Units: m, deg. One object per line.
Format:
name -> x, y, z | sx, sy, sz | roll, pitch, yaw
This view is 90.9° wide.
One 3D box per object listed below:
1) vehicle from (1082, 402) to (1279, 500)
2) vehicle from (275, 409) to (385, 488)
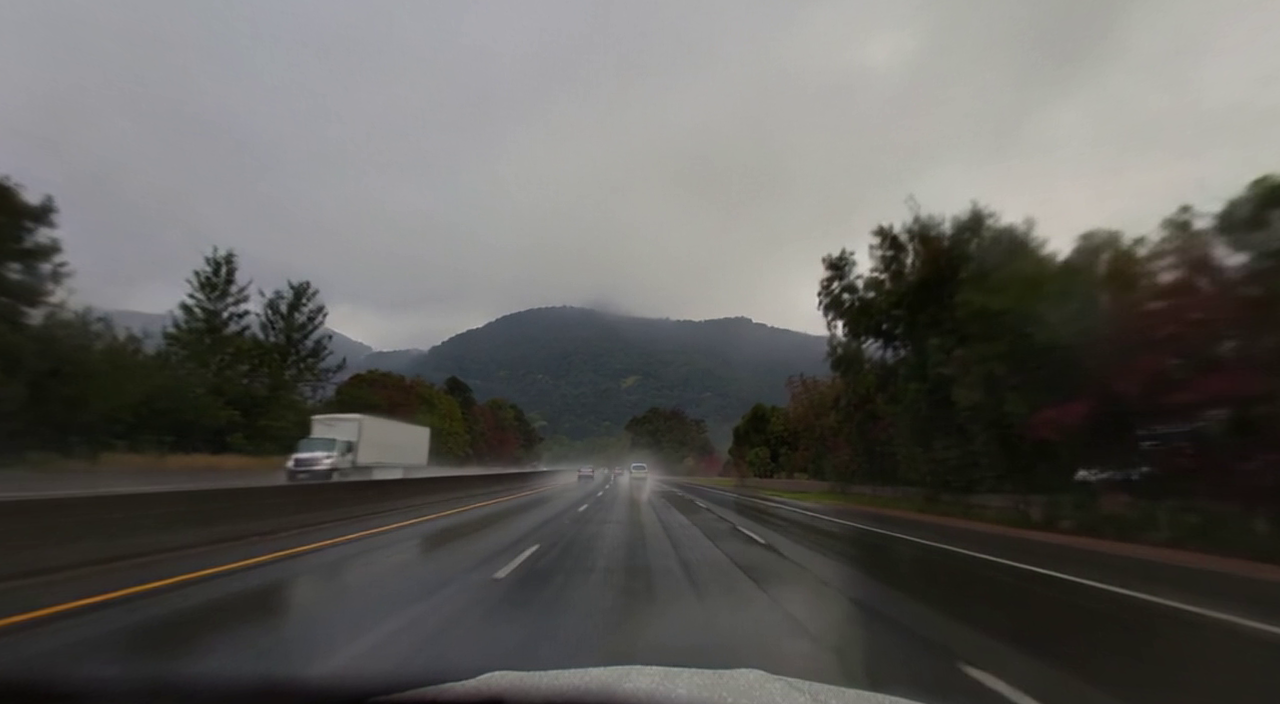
vehicle -> 22.454, 3.607, 22.584 | 2.846, 3.184, 14.350 | 1, -10, 0
vehicle -> -17.057, 5.455, 35.213 | 2.985, 3.978, 5.891 | 1, -11, -1
